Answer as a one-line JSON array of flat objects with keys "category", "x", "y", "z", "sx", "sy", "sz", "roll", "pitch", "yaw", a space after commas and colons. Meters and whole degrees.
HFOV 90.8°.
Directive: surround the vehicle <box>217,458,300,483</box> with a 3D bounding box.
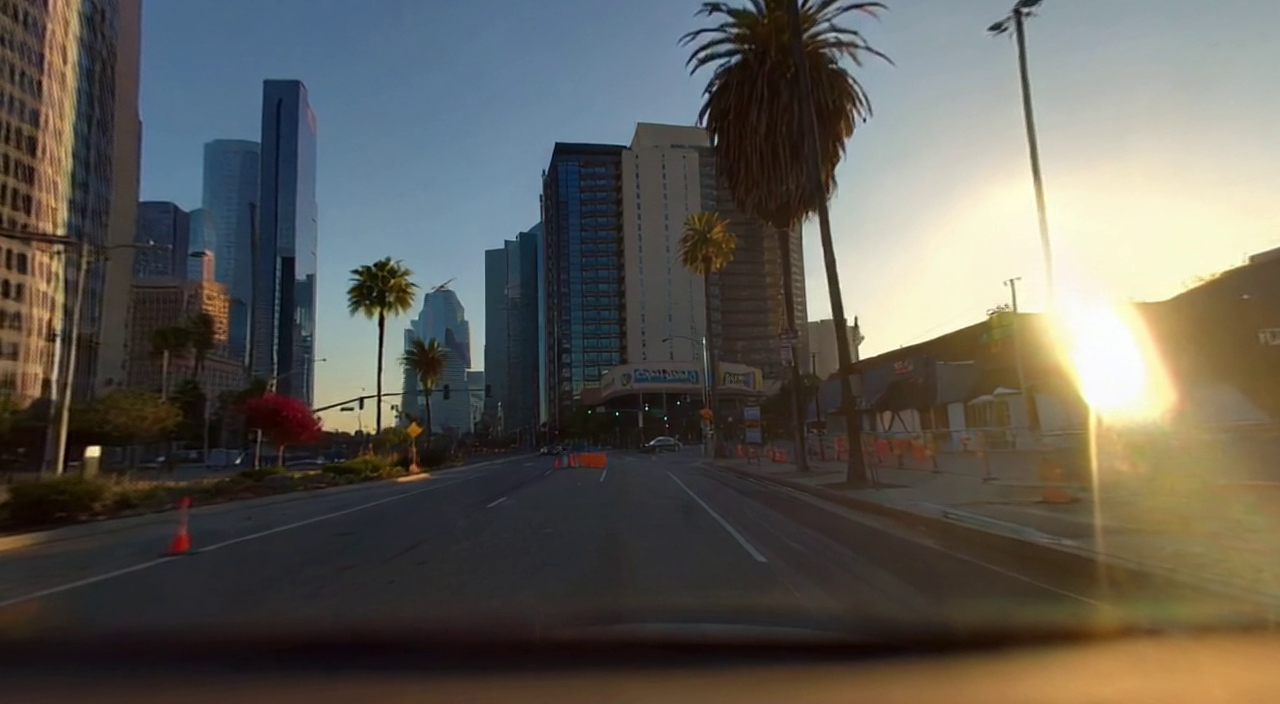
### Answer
[{"category": "vehicle", "x": -28.629, "y": 8.880, "z": 47.554, "sx": 1.979, "sy": 1.644, "sz": 4.875, "roll": -5, "pitch": -10, "yaw": 30}]
